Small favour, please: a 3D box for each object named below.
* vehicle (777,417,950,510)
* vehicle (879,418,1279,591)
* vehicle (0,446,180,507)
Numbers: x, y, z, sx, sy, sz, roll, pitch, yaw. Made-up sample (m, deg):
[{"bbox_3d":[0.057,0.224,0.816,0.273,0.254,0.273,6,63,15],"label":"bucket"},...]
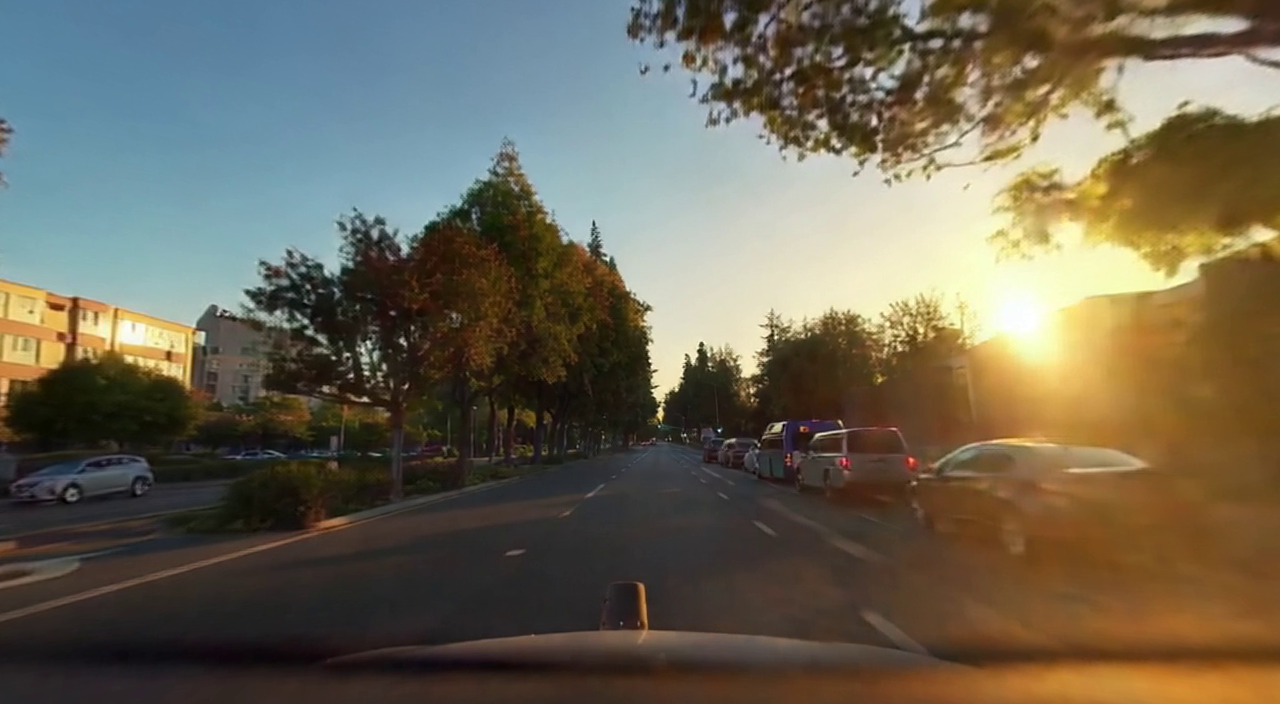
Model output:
[{"bbox_3d":[4.803,2.496,14.505,2.304,1.760,4.630,0,-8,1],"label":"vehicle"},{"bbox_3d":[4.789,1.645,7.730,1.973,1.465,4.440,0,-8,0],"label":"vehicle"},{"bbox_3d":[-18.996,4.195,21.885,2.166,1.804,4.897,-1,-8,3],"label":"vehicle"}]
